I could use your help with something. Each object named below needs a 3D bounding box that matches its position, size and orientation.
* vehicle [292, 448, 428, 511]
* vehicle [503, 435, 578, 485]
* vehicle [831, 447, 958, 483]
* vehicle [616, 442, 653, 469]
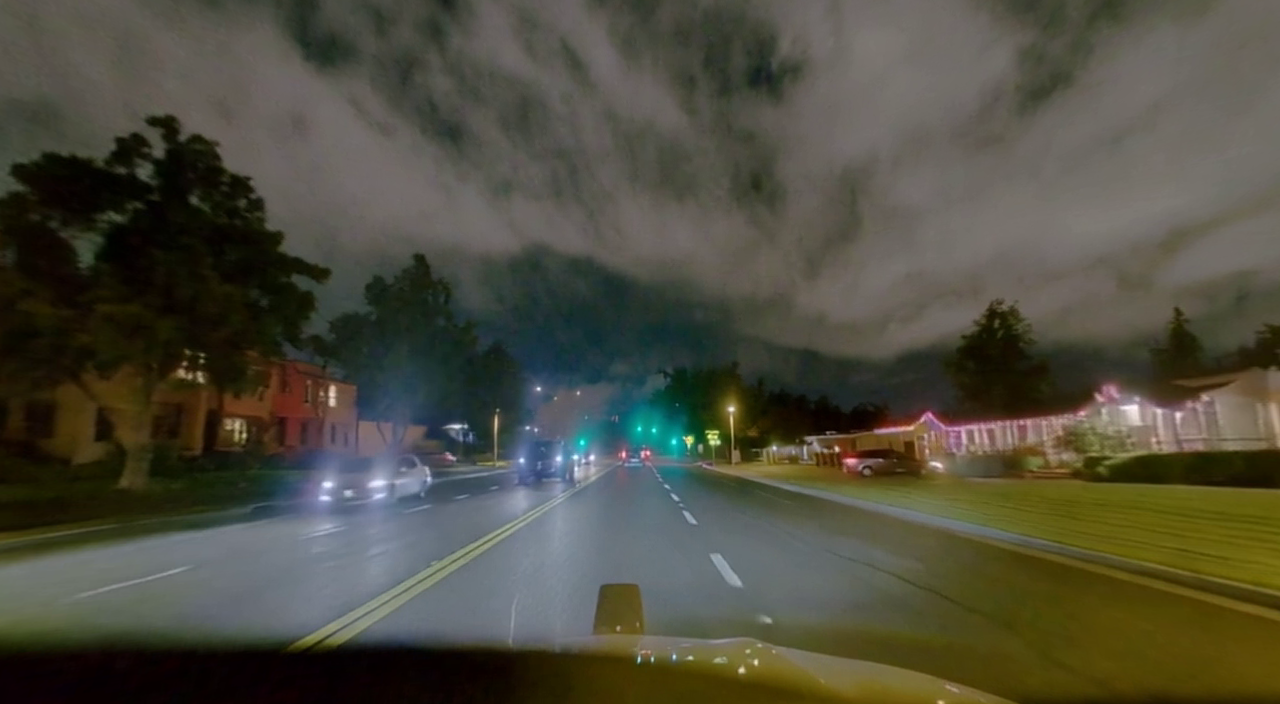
[{"bbox_3d":[-7.441,3.398,17.262,1.961,1.510,3.827,0,-9,0],"label":"vehicle"},{"bbox_3d":[-4.232,4.723,27.827,2.429,1.953,5.345,-1,-9,0],"label":"vehicle"},{"bbox_3d":[11.034,4.896,27.605,4.697,1.462,1.881,0,-8,-2],"label":"vehicle"},{"bbox_3d":[-0.325,7.684,46.950,2.554,1.902,5.329,0,-9,1],"label":"vehicle"}]
